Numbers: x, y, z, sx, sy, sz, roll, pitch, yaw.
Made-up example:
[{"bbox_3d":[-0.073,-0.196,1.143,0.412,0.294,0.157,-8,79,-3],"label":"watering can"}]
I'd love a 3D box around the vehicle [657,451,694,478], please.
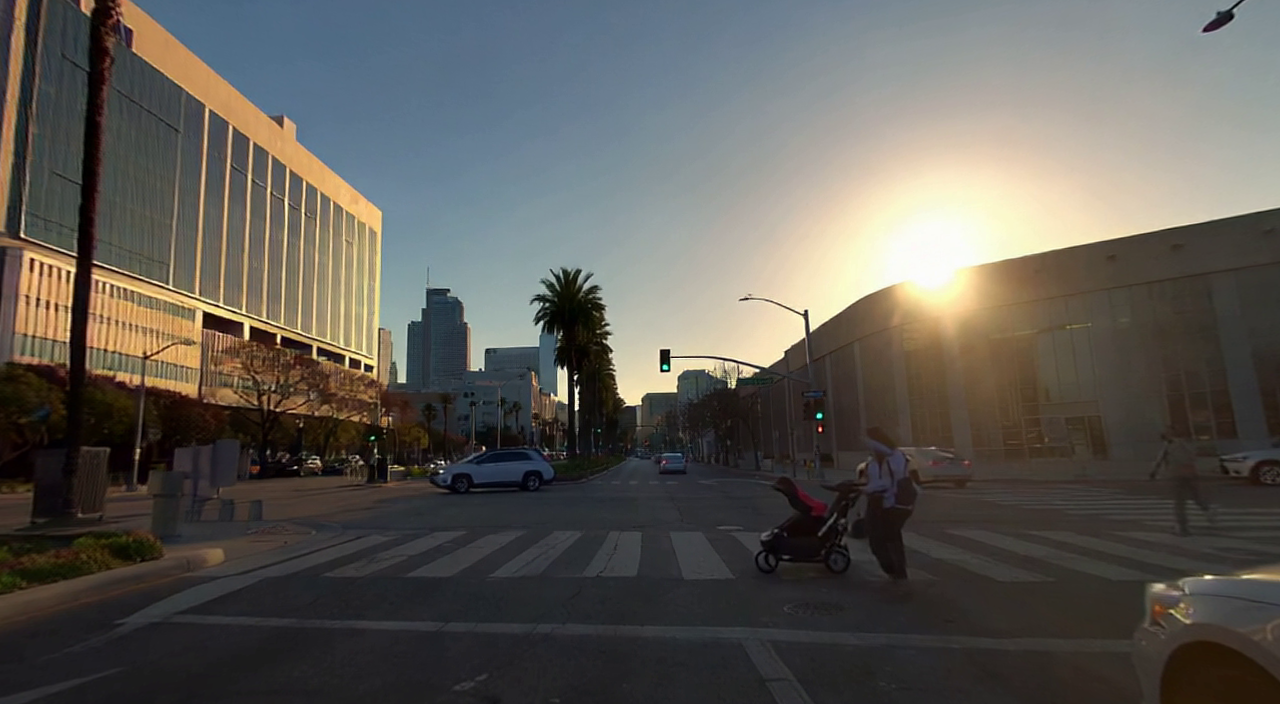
[{"bbox_3d":[2.522,8.228,46.550,2.325,1.810,4.827,0,-8,-1],"label":"vehicle"}]

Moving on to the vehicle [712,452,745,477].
[{"bbox_3d":[6.490,8.270,46.807,2.176,1.690,4.138,-1,-8,4],"label":"vehicle"}]

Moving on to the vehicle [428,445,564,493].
[{"bbox_3d":[-5.018,4.136,22.561,4.499,1.594,1.898,1,-9,-7],"label":"vehicle"}]

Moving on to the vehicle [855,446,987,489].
[{"bbox_3d":[10.699,4.426,24.430,4.273,1.525,2.000,-2,-9,13],"label":"vehicle"}]

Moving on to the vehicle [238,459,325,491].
[{"bbox_3d":[-19.956,6.857,35.430,2.069,1.540,4.774,0,-8,0],"label":"vehicle"}]

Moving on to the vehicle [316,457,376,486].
[{"bbox_3d":[-20.081,8.156,43.386,2.043,1.745,4.420,0,-8,-1],"label":"vehicle"}]
